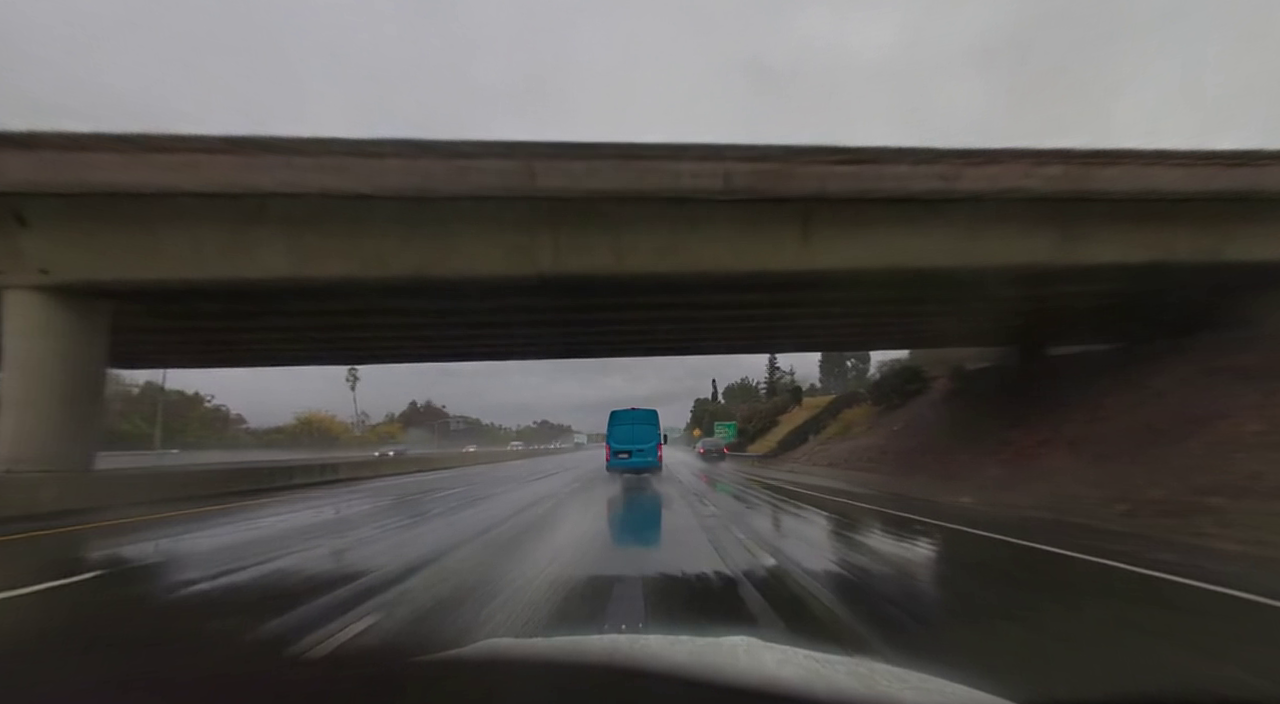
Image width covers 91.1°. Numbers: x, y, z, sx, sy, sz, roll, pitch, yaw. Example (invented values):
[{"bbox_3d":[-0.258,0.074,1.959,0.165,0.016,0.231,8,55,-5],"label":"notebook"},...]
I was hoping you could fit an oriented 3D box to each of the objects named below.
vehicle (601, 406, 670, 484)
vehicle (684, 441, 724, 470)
[{"bbox_3d":[-0.056,3.761,25.423,2.476,2.776,5.598,0,-9,3],"label":"vehicle"},{"bbox_3d":[3.868,6.338,38.625,1.987,1.648,3.984,0,-9,0],"label":"vehicle"}]
